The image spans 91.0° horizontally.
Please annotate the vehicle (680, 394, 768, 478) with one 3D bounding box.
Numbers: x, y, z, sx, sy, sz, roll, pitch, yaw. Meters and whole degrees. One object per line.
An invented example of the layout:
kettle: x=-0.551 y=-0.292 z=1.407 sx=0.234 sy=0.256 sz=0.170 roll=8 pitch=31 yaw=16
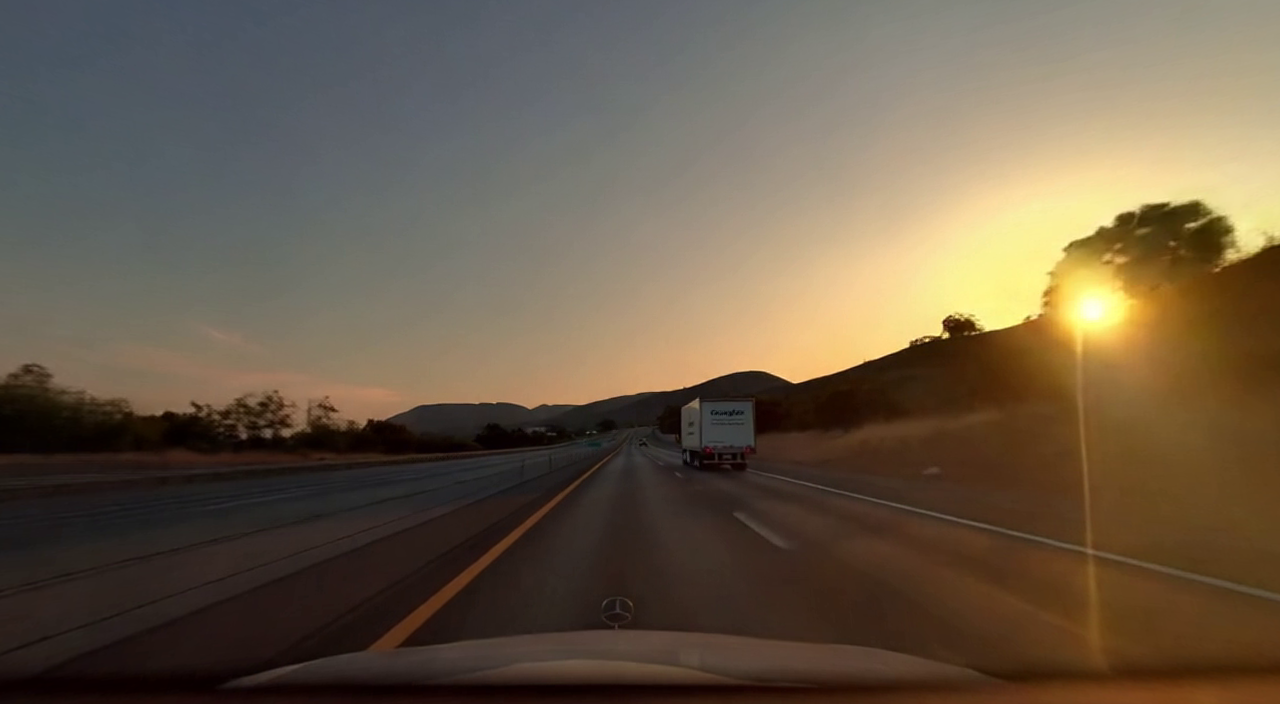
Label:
vehicle: x=3.482 y=3.744 z=28.018 sx=2.702 sy=3.193 sz=7.196 roll=0 pitch=-8 yaw=-1
